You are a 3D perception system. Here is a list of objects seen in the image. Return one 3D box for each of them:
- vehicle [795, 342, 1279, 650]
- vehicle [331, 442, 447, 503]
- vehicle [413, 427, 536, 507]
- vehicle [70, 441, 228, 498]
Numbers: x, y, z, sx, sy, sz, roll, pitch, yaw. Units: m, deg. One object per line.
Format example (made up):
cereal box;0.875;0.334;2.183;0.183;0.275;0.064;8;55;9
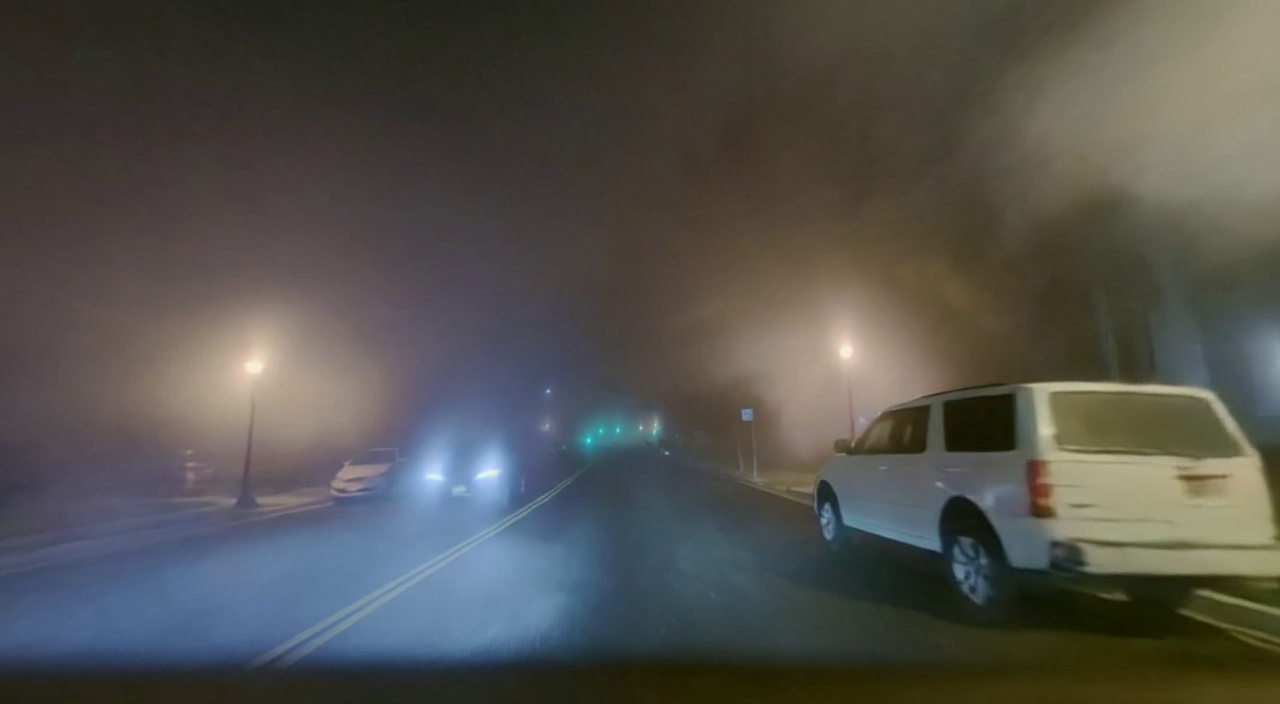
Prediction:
vehicle;3.587;1.303;6.763;2.393;2.012;5.060;0;-9;-2
vehicle;-7.548;3.634;19.534;1.928;1.537;4.439;-3;-8;-2
vehicle;-4.161;2.961;16.682;2.088;1.772;4.375;0;-9;-1
vehicle;-15.981;3.779;20.561;4.696;1.681;1.905;-4;-9;23
